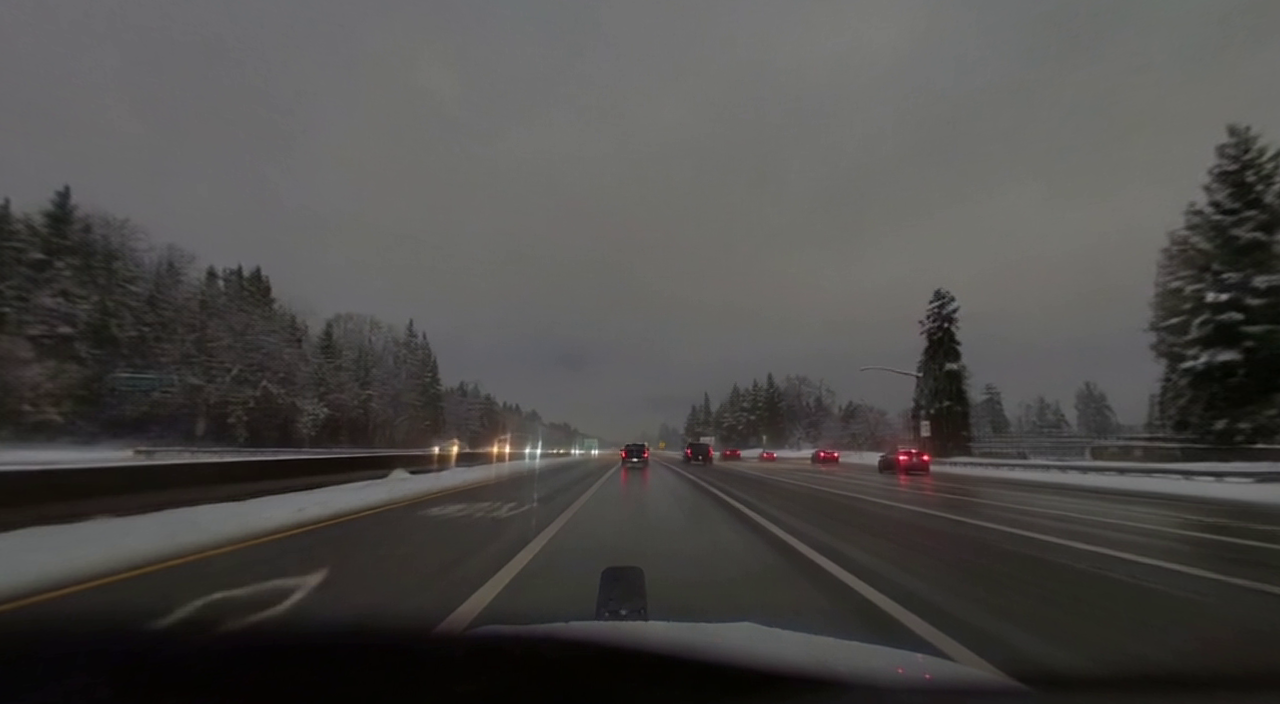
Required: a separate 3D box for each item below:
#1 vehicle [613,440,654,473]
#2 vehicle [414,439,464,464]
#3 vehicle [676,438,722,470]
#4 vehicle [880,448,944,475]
[{"bbox_3d":[-0.350,5.726,34.812,2.105,1.711,4.293,0,-8,0],"label":"vehicle"},{"bbox_3d":[-14.599,7.270,46.112,2.122,1.708,4.690,0,-8,0],"label":"vehicle"},{"bbox_3d":[3.880,6.856,42.630,2.505,2.020,5.532,0,-8,-1],"label":"vehicle"},{"bbox_3d":[15.626,6.278,36.470,1.872,1.459,4.502,0,-8,2],"label":"vehicle"}]
